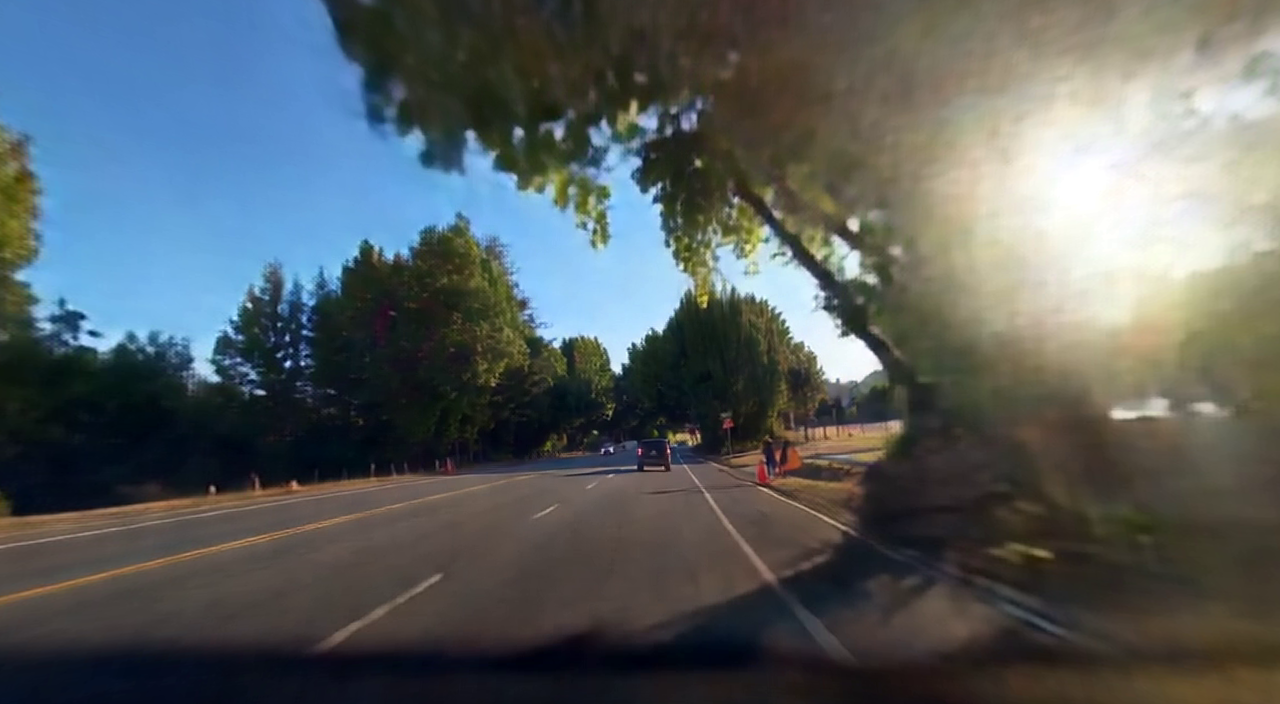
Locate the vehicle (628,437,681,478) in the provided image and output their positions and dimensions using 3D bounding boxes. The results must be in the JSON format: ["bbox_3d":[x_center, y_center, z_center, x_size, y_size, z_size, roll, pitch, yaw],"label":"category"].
[{"bbox_3d":[0.716,4.873,29.382,2.294,1.708,4.110,0,-9,2],"label":"vehicle"}]
